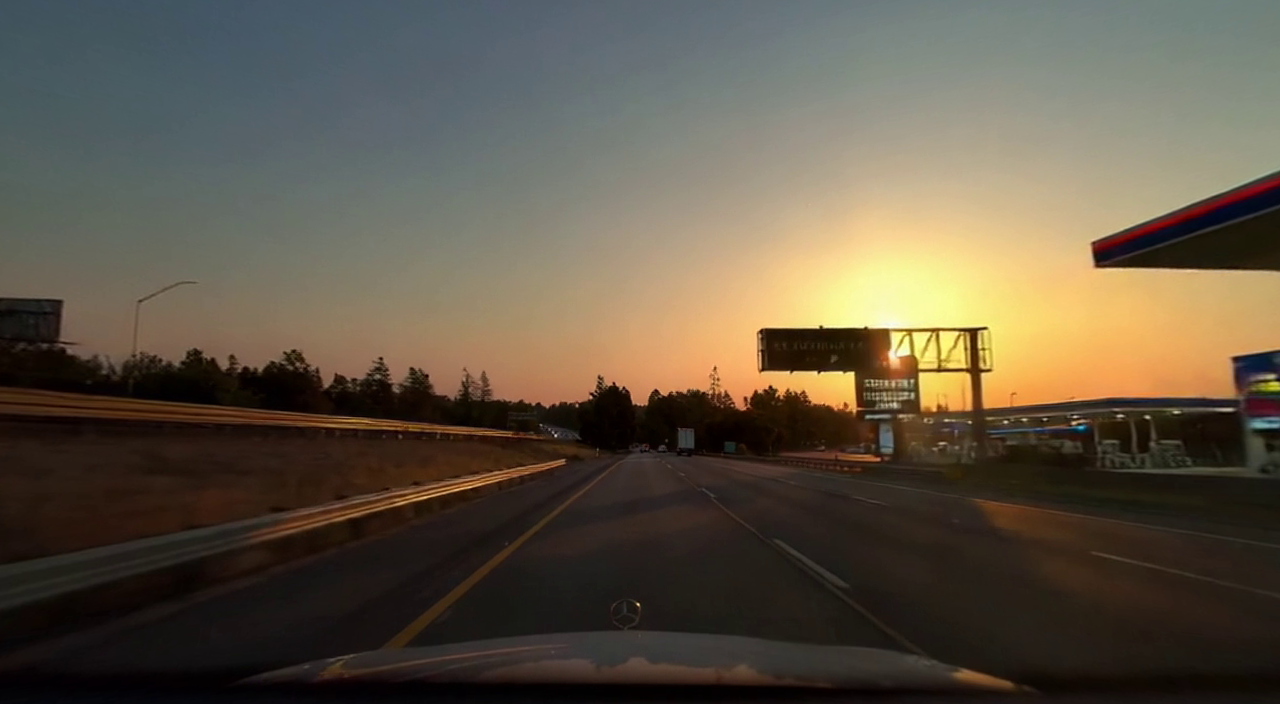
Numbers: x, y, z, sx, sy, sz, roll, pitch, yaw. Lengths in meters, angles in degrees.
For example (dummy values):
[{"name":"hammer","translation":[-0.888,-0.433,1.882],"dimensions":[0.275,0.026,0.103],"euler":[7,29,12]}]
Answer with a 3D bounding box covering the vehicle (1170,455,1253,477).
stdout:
[{"name":"vehicle","translation":[43.429,8.636,48.155],"dimensions":[1.820,1.466,4.874],"euler":[0,-8,1]}]
